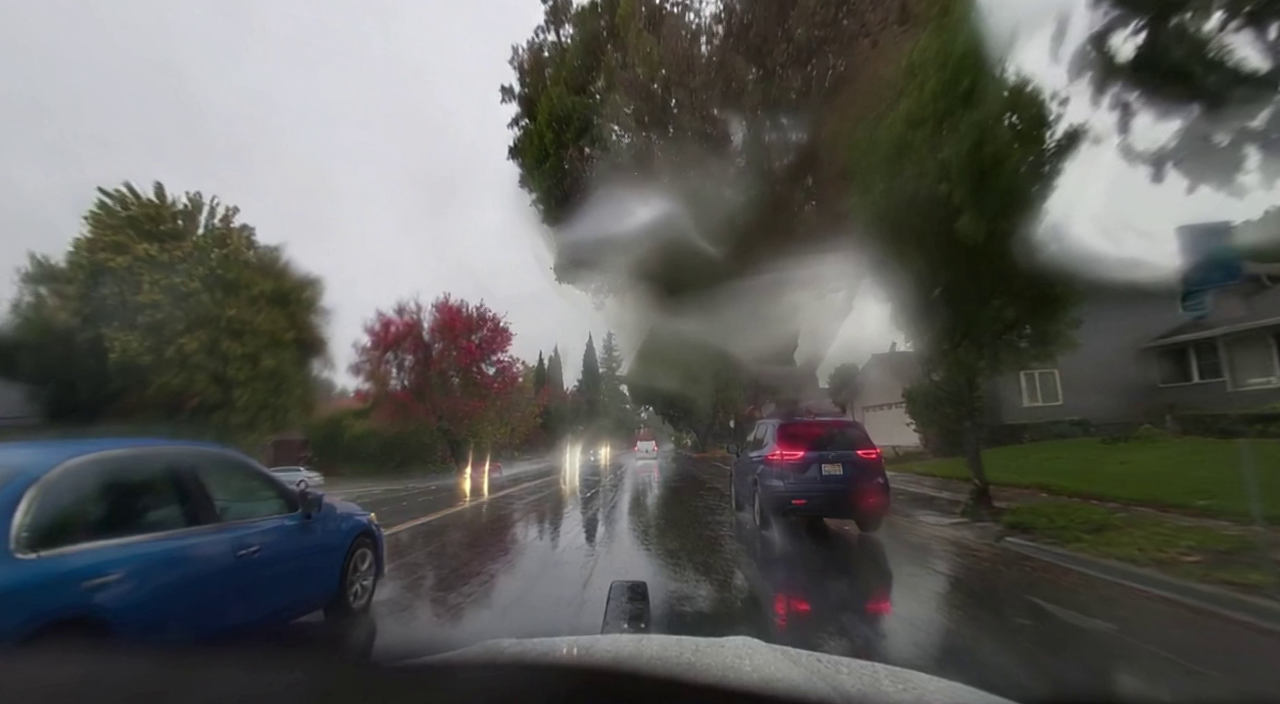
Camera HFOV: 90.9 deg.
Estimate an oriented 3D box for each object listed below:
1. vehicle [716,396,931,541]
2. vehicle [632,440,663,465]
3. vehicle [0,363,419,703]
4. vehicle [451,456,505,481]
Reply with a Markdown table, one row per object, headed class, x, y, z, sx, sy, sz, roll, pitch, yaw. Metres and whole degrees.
| class | x | y | z | sx | sy | sz | roll | pitch | yaw |
| --- | --- | --- | --- | --- | --- | --- | --- | --- | --- |
| vehicle | 2.987 | 2.100 | 11.950 | 2.338 | 2.063 | 5.592 | 0 | -9 | 0 |
| vehicle | 0.522 | 7.300 | 45.990 | 2.138 | 1.729 | 4.178 | 0 | -9 | 0 |
| vehicle | -3.213 | 1.129 | 3.806 | 2.058 | 1.659 | 4.514 | -1 | -9 | 1 |
| vehicle | -10.455 | 7.533 | 41.004 | 1.893 | 1.441 | 4.604 | -1 | -9 | 6 |
